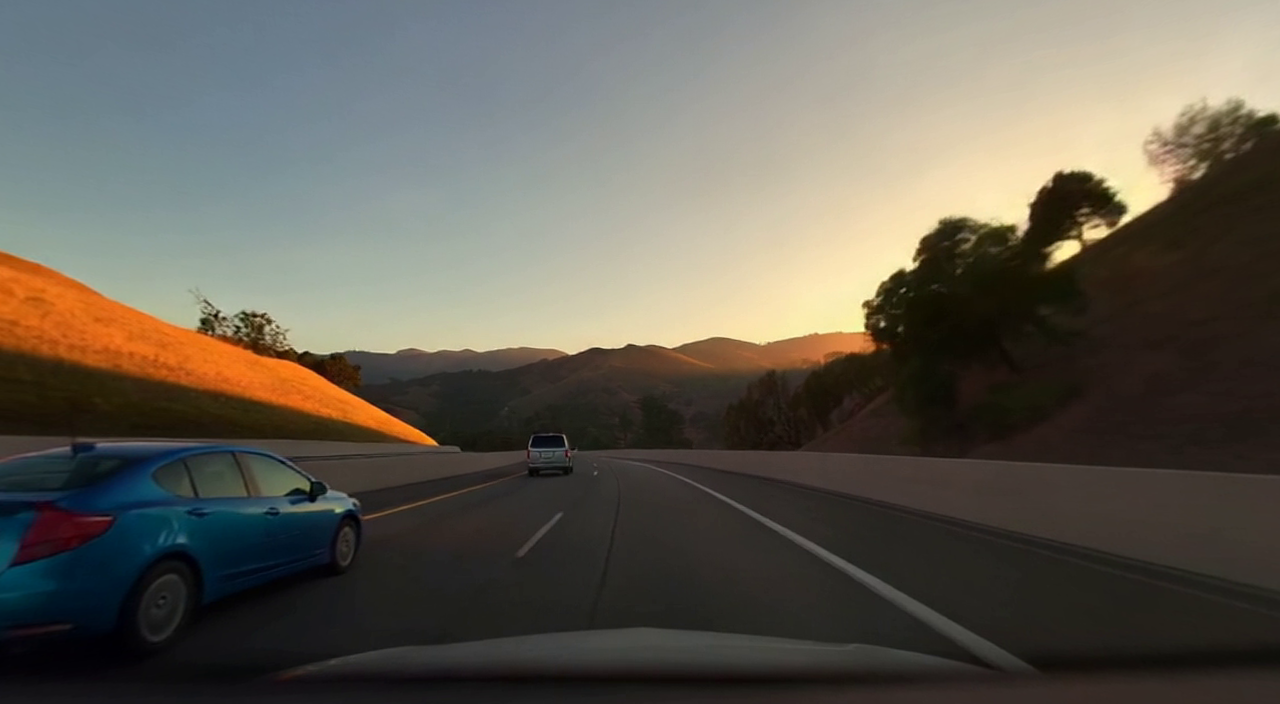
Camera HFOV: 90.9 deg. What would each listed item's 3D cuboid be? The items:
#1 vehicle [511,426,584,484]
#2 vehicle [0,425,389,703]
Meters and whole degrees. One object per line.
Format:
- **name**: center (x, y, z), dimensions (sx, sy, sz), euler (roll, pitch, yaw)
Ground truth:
- **vehicle**: center (-3.861, 4.451, 27.573), dimensions (2.444, 2.204, 5.568), euler (-1, -9, -1)
- **vehicle**: center (-4.011, 1.418, 4.966), dimensions (2.097, 1.511, 4.585), euler (-1, -9, 1)
